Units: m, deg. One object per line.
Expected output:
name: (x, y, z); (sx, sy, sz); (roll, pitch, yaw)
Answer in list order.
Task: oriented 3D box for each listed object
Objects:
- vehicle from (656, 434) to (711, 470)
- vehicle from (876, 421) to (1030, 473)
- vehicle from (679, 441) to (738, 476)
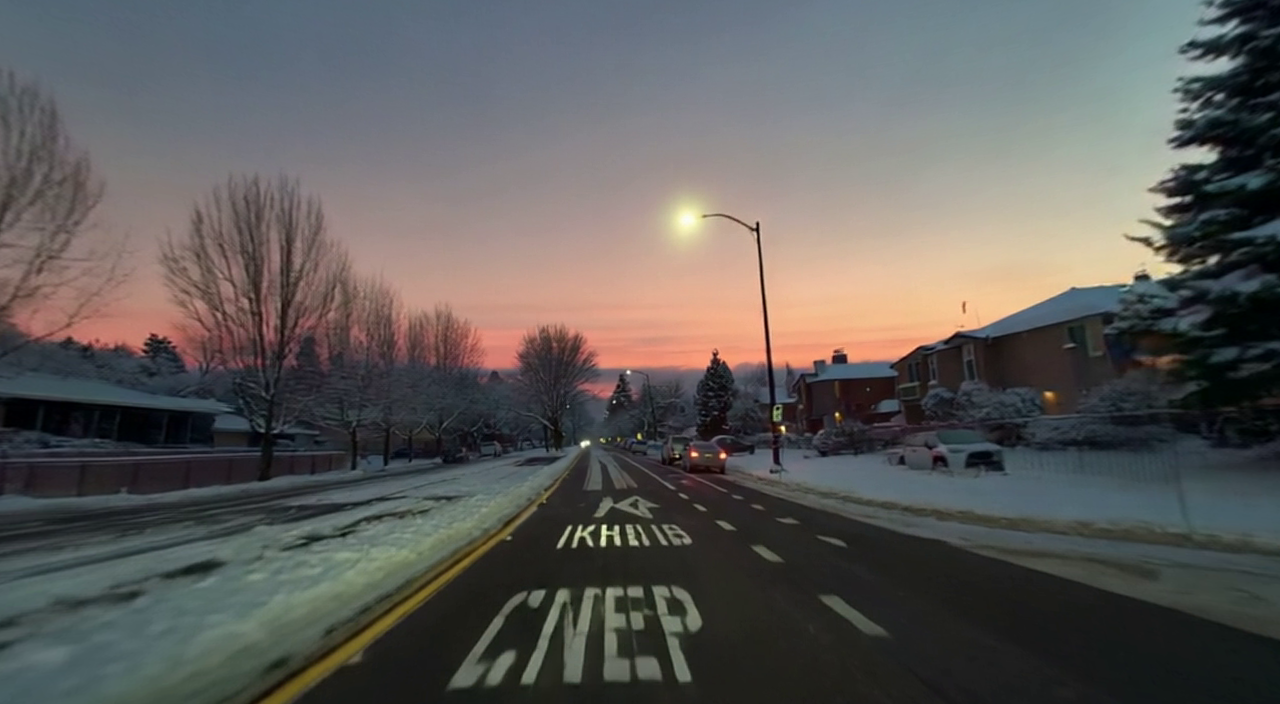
vehicle: (2.368, 5.664, 36.134); (2.293, 1.858, 5.868); (0, -8, -4)
vehicle: (10.869, 3.323, 22.084); (4.492, 1.619, 1.849); (-6, -10, 35)
vehicle: (3.093, 4.936, 29.520); (1.919, 1.474, 4.370); (0, -8, -5)
